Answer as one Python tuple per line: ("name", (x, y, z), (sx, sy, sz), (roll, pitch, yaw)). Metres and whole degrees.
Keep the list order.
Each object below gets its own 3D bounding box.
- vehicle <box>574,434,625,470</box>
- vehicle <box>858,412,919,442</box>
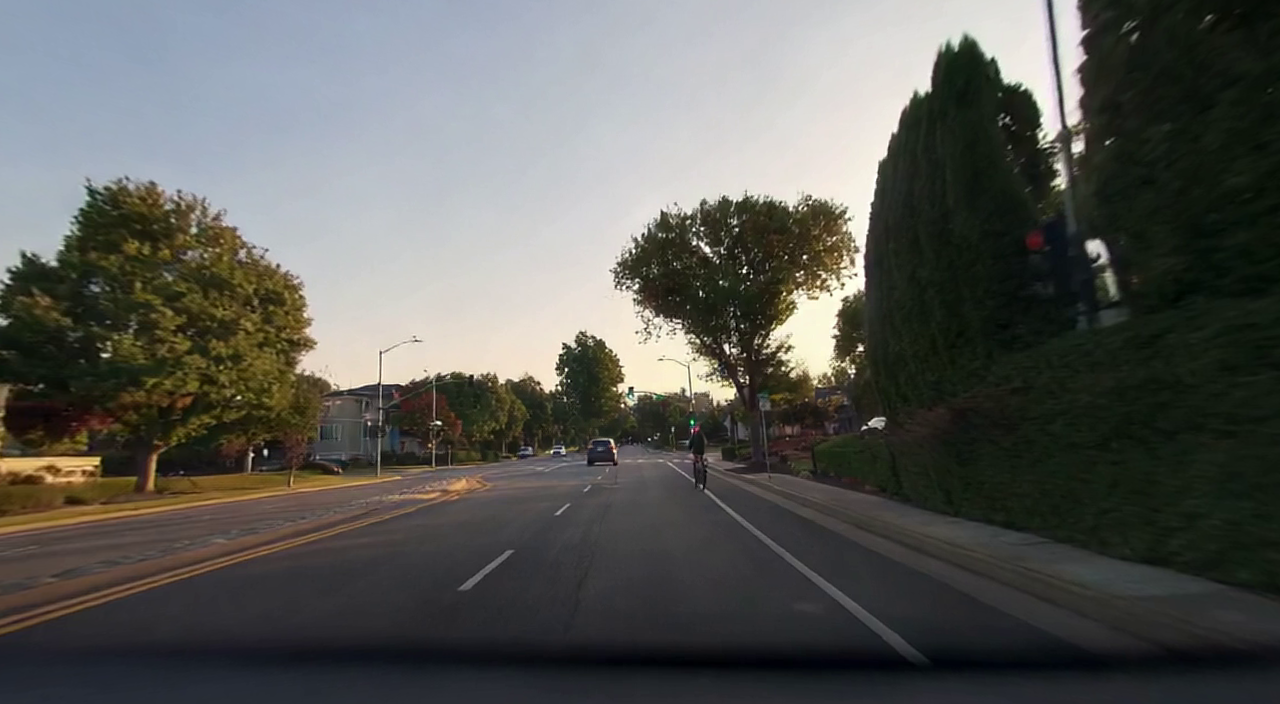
("vehicle", (-2.102, 5.320, 33.799), (2.215, 1.799, 4.426), (-1, -8, 3))
("vehicle", (15.273, 4.694, 39.120), (1.982, 1.705, 4.677), (-1, -9, 2))
